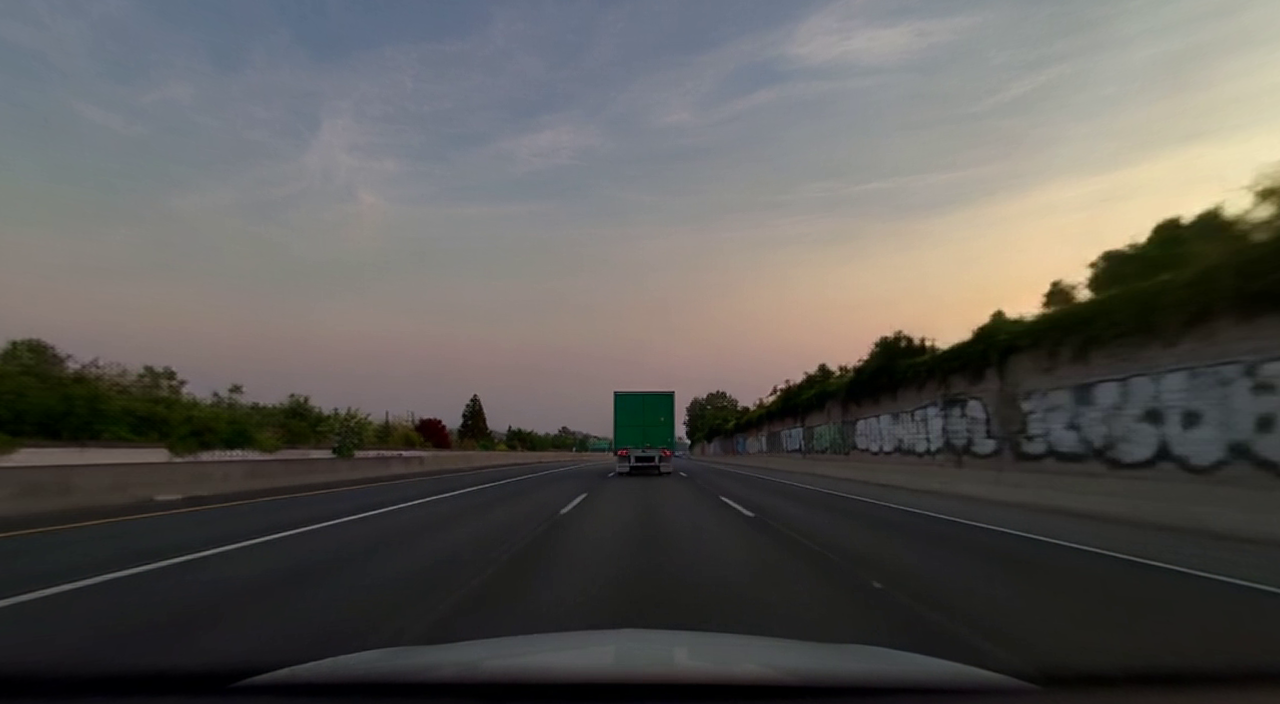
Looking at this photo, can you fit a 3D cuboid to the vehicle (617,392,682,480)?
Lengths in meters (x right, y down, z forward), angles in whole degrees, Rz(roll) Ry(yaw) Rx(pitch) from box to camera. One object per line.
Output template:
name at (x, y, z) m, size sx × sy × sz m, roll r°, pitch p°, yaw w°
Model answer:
vehicle at (0.361, 4.557, 33.436) m, size 2.900 × 3.955 × 10.151 m, roll 0°, pitch -9°, yaw -1°
